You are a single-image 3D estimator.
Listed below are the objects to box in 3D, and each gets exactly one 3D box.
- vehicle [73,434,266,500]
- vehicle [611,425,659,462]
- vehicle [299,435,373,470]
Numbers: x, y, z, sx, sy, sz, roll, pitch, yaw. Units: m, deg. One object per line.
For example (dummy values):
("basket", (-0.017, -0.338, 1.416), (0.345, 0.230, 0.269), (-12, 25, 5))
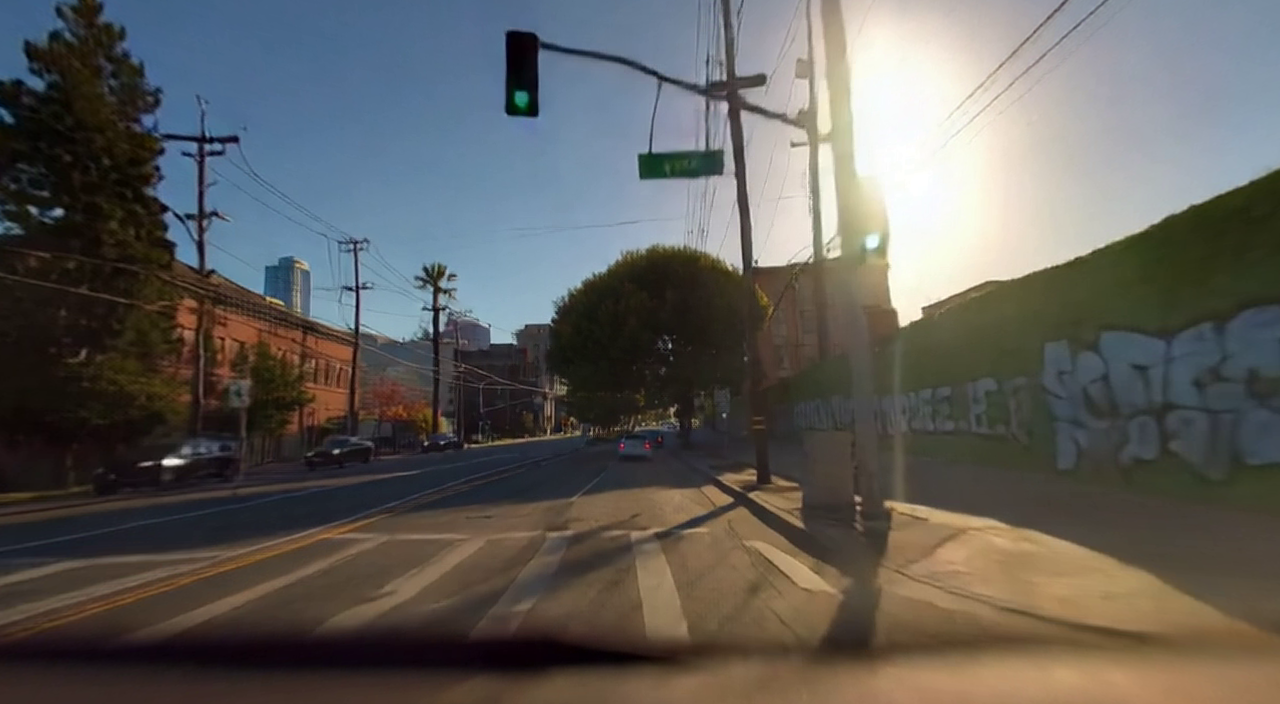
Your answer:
("vehicle", (-12.867, 3.129, 17.726), (1.992, 1.585, 4.375), (0, -8, 1))
("vehicle", (-0.228, 4.311, 29.831), (2.105, 1.611, 3.750), (0, -8, 0))
("vehicle", (-15.839, 5.242, 33.173), (1.841, 1.658, 3.953), (0, -8, 1))
